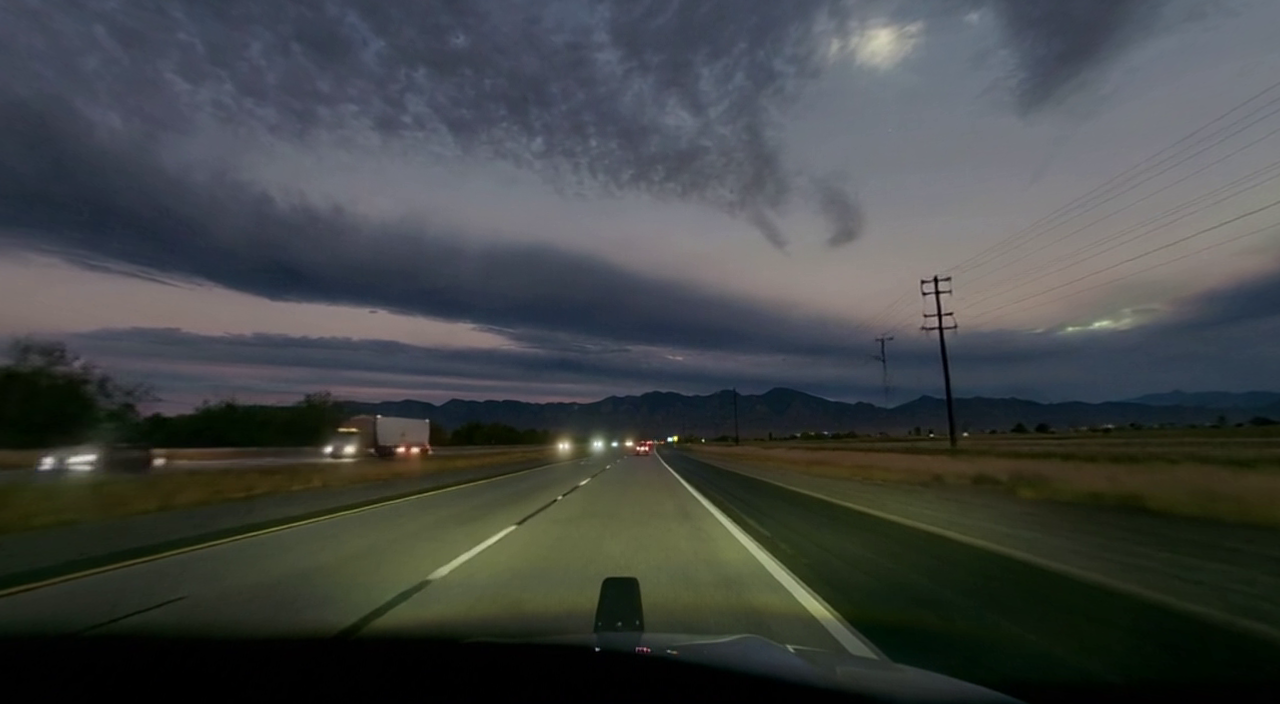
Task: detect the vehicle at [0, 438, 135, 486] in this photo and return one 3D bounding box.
[{"bbox_3d":[-21.022,3.885,22.589,1.904,1.510,4.548,0,-8,2],"label":"vehicle"}]
